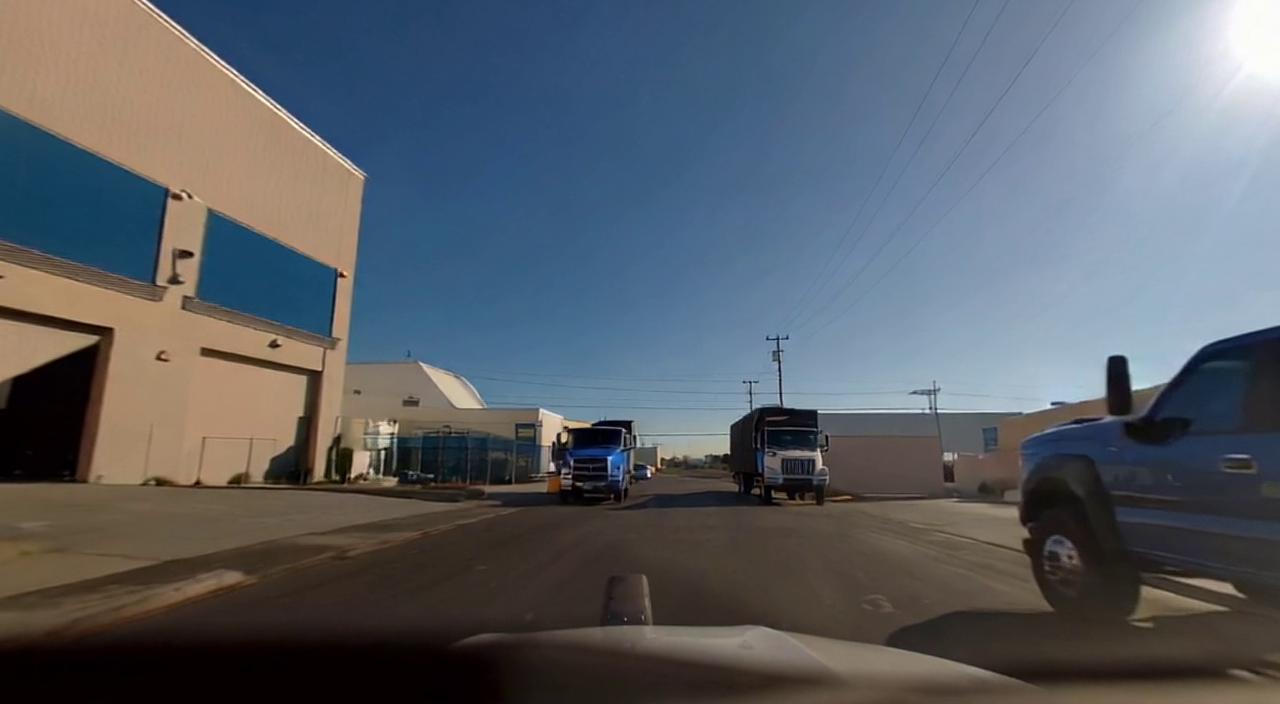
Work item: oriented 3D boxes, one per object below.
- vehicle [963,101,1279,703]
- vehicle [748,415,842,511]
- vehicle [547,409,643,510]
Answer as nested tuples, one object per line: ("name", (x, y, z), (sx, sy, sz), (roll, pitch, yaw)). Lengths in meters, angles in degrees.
("vehicle", (6.315, 0.332, 4.013), (2.966, 4.658, 11.455), (-1, -8, 3))
("vehicle", (8.557, 6.281, 36.623), (3.132, 4.690, 11.286), (-1, -8, 3))
("vehicle", (-1.899, 5.141, 30.722), (3.111, 4.217, 7.722), (-1, -9, 7))
